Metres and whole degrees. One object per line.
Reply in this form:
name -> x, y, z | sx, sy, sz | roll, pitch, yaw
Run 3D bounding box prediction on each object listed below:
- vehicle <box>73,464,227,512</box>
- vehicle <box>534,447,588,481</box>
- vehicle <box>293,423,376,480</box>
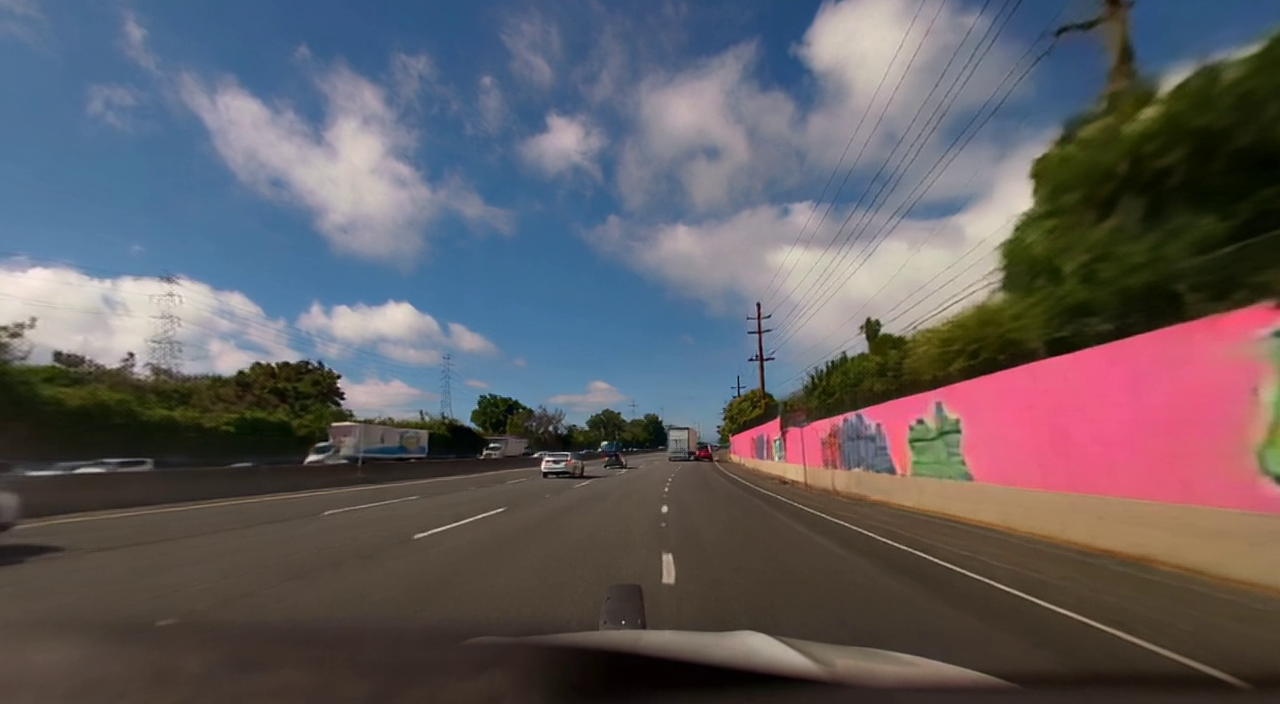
vehicle -> -16.583, 4.593, 21.590 | 2.350, 1.381, 3.448 | -1, -9, 4
vehicle -> -3.840, 5.516, 31.218 | 1.966, 1.565, 3.766 | -1, -9, 4
vehicle -> -23.118, 7.587, 48.101 | 2.936, 3.968, 5.865 | -1, -9, 5
